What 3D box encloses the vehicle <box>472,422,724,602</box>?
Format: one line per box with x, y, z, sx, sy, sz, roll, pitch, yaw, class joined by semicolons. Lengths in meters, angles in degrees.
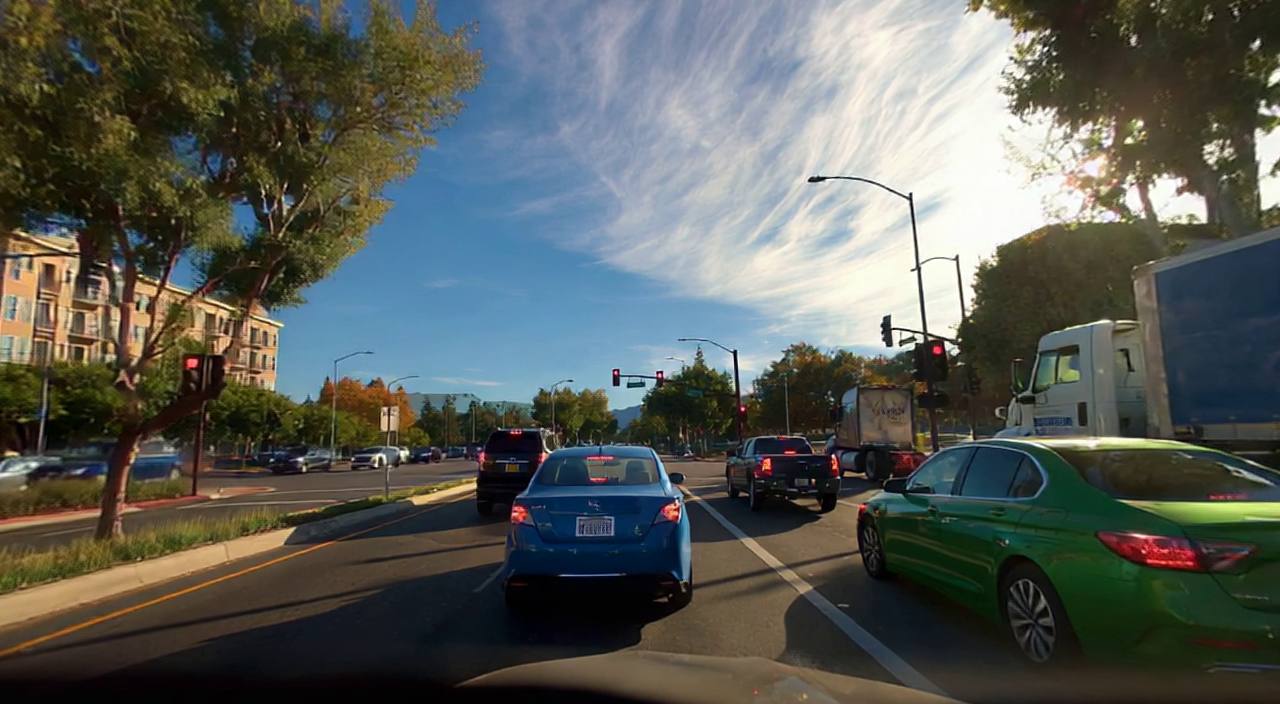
-0.373;1.652;7.384;2.143;1.520;3.848;0;-8;0;vehicle

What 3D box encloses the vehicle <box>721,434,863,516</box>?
3.175;2.672;14.299;2.026;1.549;4.559;0;-8;-1;vehicle

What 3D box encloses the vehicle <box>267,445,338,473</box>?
-21.606;6.832;40.641;1.935;1.701;4.590;0;-8;1;vehicle

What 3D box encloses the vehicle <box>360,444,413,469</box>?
-17.953;7.368;44.889;1.976;1.667;4.274;0;-8;0;vehicle

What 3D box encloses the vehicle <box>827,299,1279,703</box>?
3.580;1.106;5.058;2.572;1.945;5.065;0;-8;0;vehicle

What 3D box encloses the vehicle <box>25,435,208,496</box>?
-17.990;3.904;22.145;2.295;1.858;4.748;0;-8;0;vehicle
